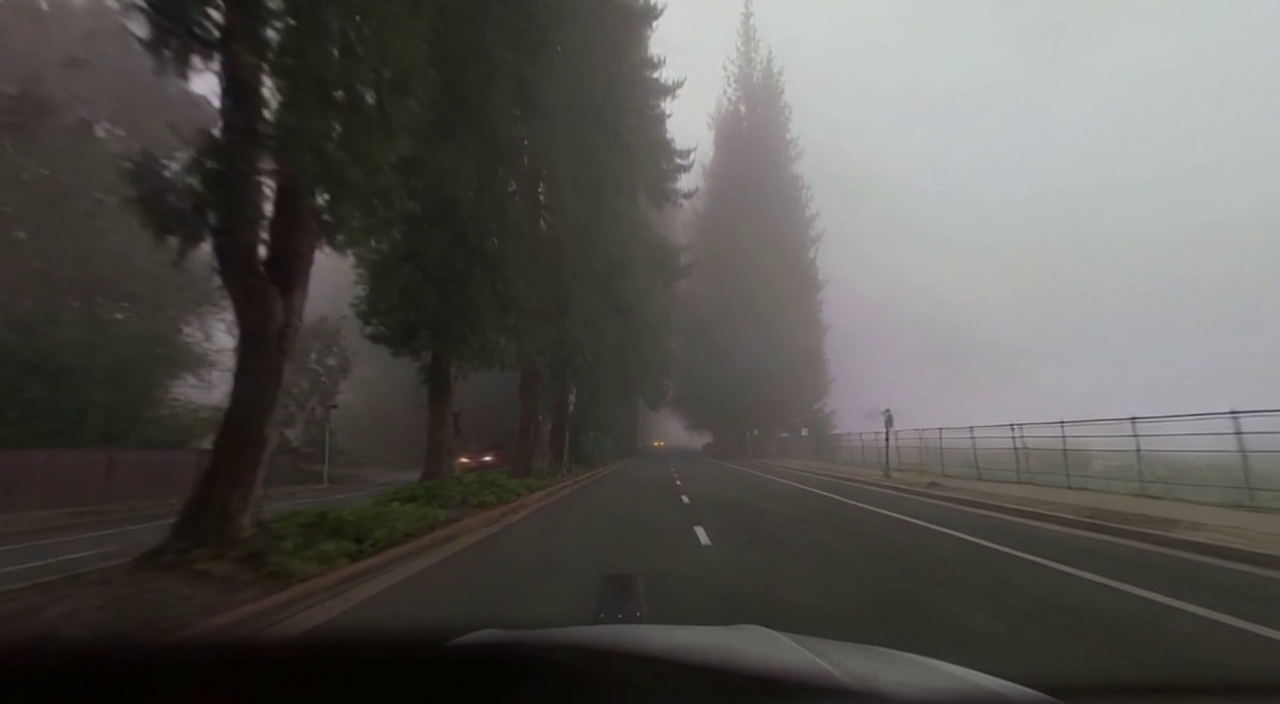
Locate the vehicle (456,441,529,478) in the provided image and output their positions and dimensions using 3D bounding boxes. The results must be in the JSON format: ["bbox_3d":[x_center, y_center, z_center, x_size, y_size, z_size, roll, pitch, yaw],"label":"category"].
[{"bbox_3d":[-6.741,4.940,29.305,2.000,1.570,4.808,0,-8,3],"label":"vehicle"}]
